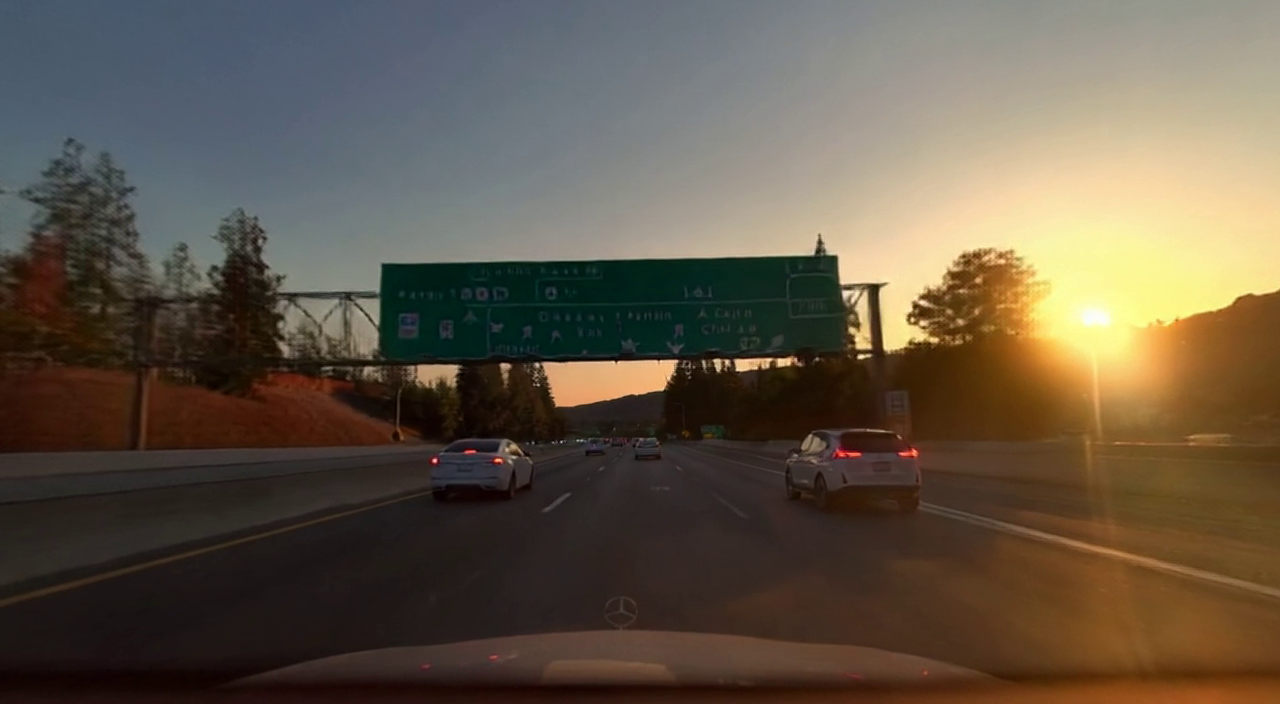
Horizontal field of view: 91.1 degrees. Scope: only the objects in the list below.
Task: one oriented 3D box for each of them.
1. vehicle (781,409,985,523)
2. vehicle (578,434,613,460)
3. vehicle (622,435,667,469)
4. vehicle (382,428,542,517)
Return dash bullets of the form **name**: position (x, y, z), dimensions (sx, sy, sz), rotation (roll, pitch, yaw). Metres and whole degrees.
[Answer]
- **vehicle**: position (4.211, 2.048, 11.817), dimensions (2.025, 1.707, 4.279), rotation (0, -8, -1)
- **vehicle**: position (-3.041, 6.595, 43.543), dimensions (2.044, 1.682, 4.201), rotation (-1, -8, 1)
- **vehicle**: position (0.232, 4.840, 30.690), dimensions (2.049, 1.542, 3.816), rotation (-1, -8, 0)
- **vehicle**: position (-3.515, 2.458, 13.437), dimensions (2.066, 1.561, 4.495), rotation (-1, -8, 1)
